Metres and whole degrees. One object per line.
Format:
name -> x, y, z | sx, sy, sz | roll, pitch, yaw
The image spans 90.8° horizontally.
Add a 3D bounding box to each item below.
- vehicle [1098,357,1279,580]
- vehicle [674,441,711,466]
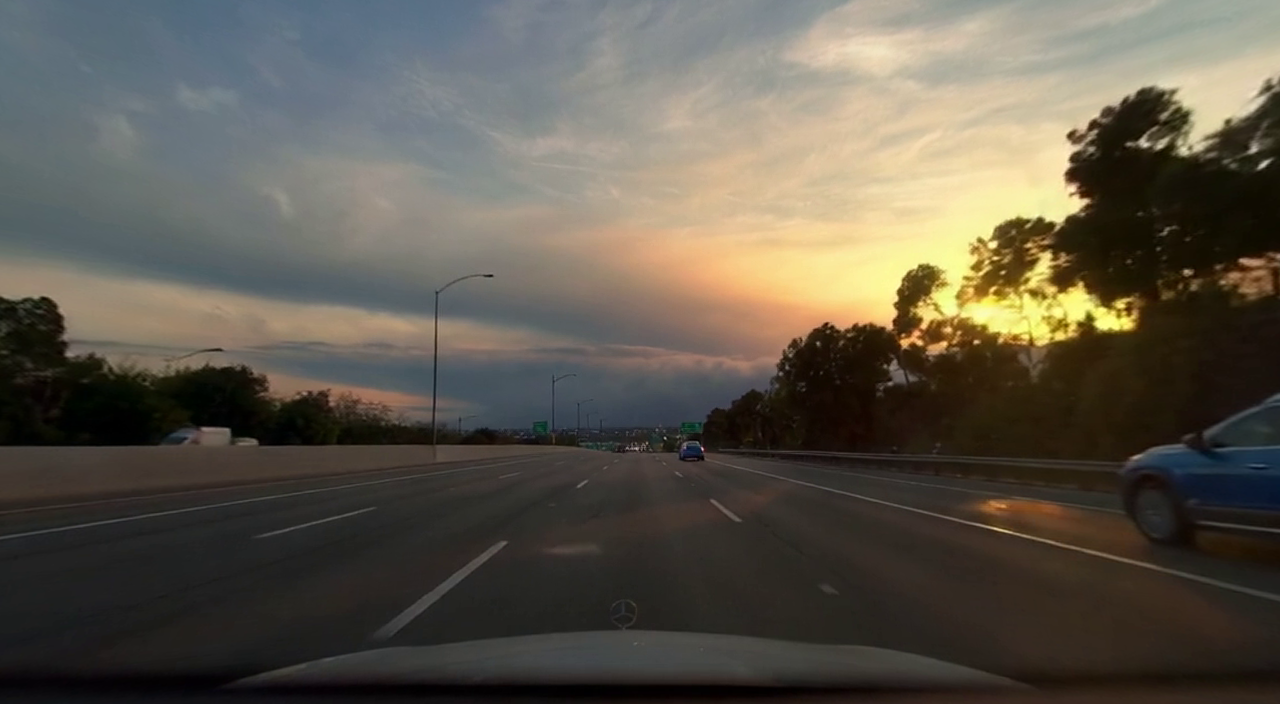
vehicle -> 6.693, 0.999, 5.369 | 2.065, 1.953, 4.605 | 0, -8, 0
vehicle -> 3.378, 6.555, 41.141 | 2.000, 1.533, 3.770 | 0, -8, -1
